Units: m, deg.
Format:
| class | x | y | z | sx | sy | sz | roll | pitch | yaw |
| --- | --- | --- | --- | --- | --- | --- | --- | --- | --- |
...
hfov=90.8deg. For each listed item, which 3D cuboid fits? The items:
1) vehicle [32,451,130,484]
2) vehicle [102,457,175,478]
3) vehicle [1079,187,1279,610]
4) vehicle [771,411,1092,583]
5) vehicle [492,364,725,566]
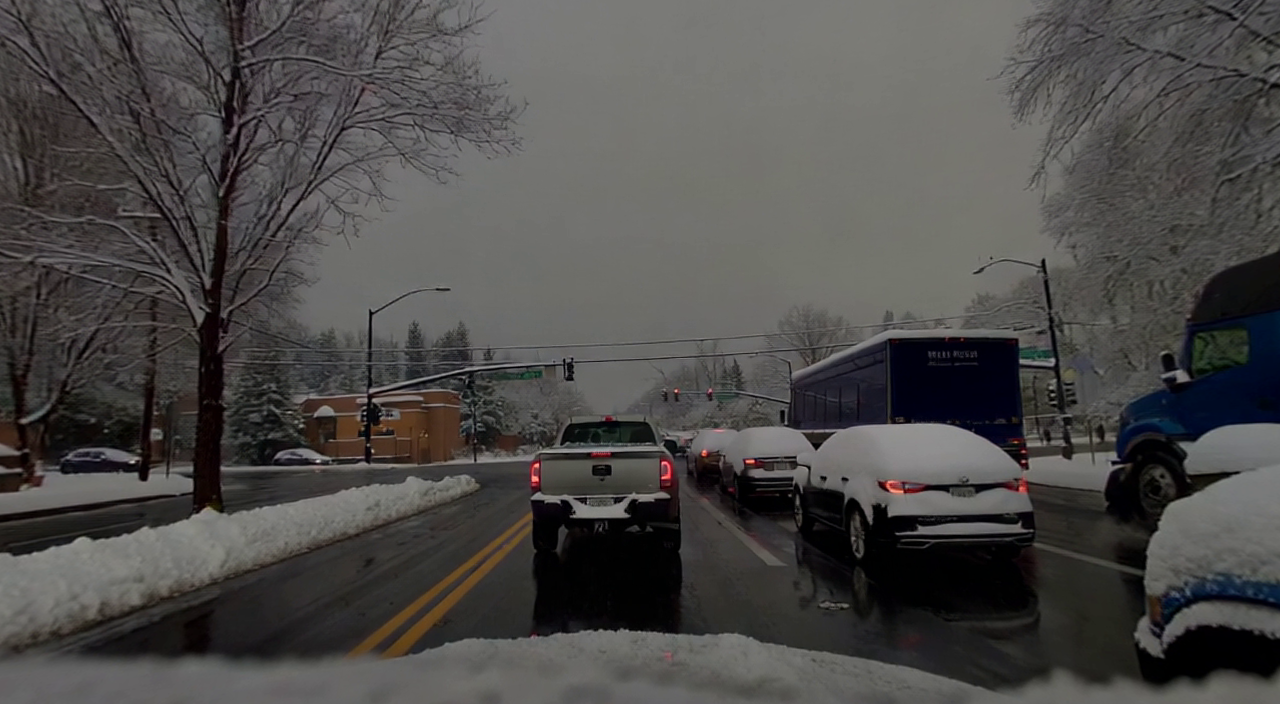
| class | x | y | z | sx | sy | sz | roll | pitch | yaw |
| --- | --- | --- | --- | --- | --- | --- | --- | --- | --- |
| vehicle | -28.553 | 5.894 | 32.442 | 1.730 | 1.534 | 3.922 | 1 | -9 | -8 |
| vehicle | -38.188 | 8.793 | 48.126 | 4.150 | 1.474 | 1.826 | -1 | -9 | 6 |
| vehicle | 6.517 | 0.114 | 3.378 | 2.802 | 3.322 | 7.429 | 0 | -9 | -1 |
| vehicle | 3.230 | 1.729 | 8.431 | 1.905 | 1.587 | 4.998 | 0 | -9 | 0 |
| vehicle | -0.360 | 1.598 | 9.464 | 2.499 | 2.183 | 5.111 | 0 | -9 | 0 |
